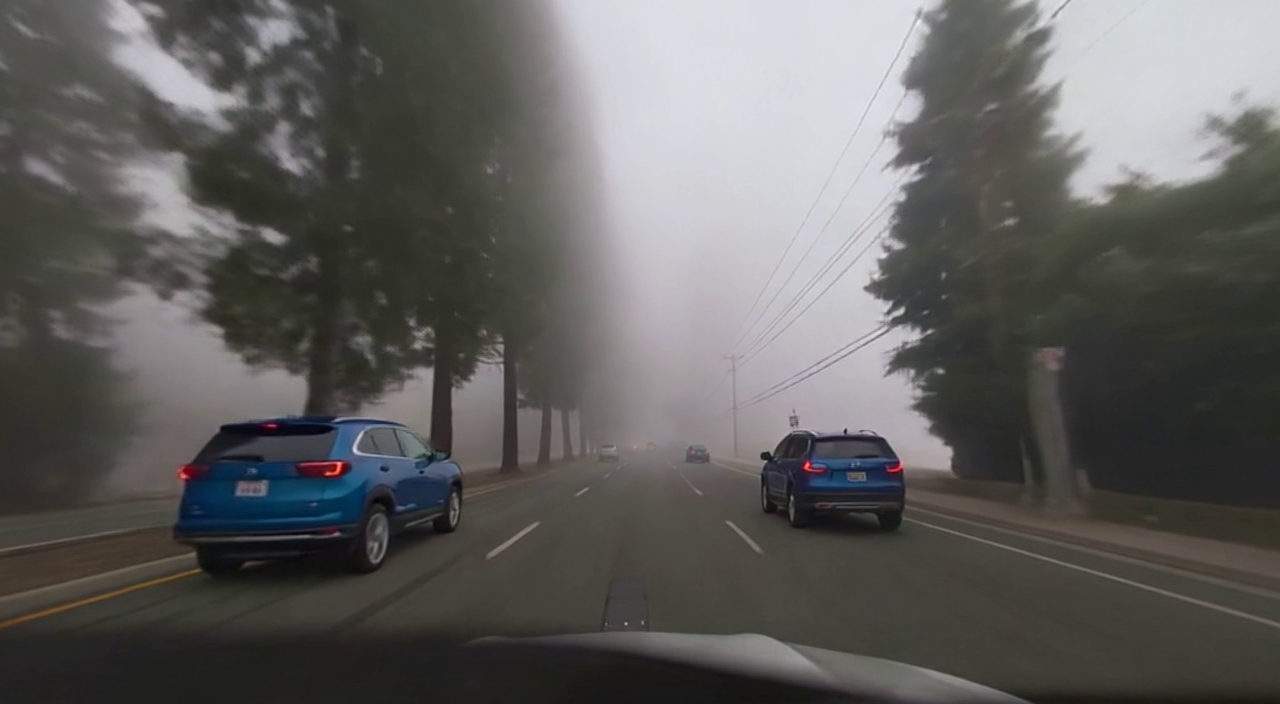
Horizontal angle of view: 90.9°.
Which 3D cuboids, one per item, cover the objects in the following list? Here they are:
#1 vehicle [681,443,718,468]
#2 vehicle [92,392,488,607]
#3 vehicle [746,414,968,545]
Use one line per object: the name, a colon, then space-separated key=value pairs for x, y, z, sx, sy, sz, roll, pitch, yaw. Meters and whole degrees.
vehicle: x=3.805 y=6.687 z=40.898 sx=1.906 sy=1.468 sz=4.422 roll=0 pitch=-8 yaw=-1
vehicle: x=-3.488 y=1.563 z=7.600 sx=2.104 sy=1.785 sz=4.494 roll=0 pitch=-8 yaw=1
vehicle: x=3.305 y=2.049 z=10.777 sx=2.182 sy=1.744 sz=4.464 roll=0 pitch=-8 yaw=0
